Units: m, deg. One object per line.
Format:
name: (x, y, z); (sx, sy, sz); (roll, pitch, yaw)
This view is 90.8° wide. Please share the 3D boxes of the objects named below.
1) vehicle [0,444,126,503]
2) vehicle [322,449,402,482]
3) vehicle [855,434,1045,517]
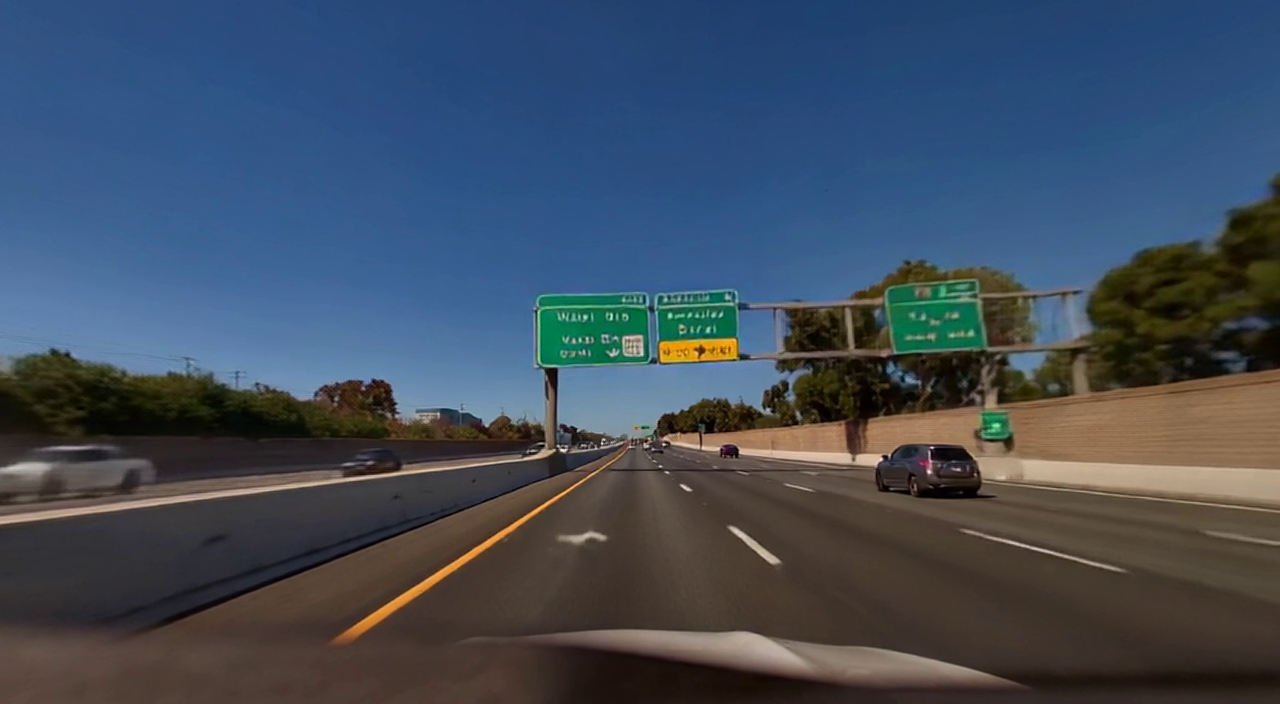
vehicle: (-21.098, 4.132, 21.861); (2.056, 1.840, 5.342); (0, -9, 0)
vehicle: (-13.972, 5.720, 32.101); (2.010, 1.519, 4.460); (0, -9, 1)
vehicle: (6.723, 2.714, 14.442); (1.901, 1.548, 4.684); (0, -9, -1)
